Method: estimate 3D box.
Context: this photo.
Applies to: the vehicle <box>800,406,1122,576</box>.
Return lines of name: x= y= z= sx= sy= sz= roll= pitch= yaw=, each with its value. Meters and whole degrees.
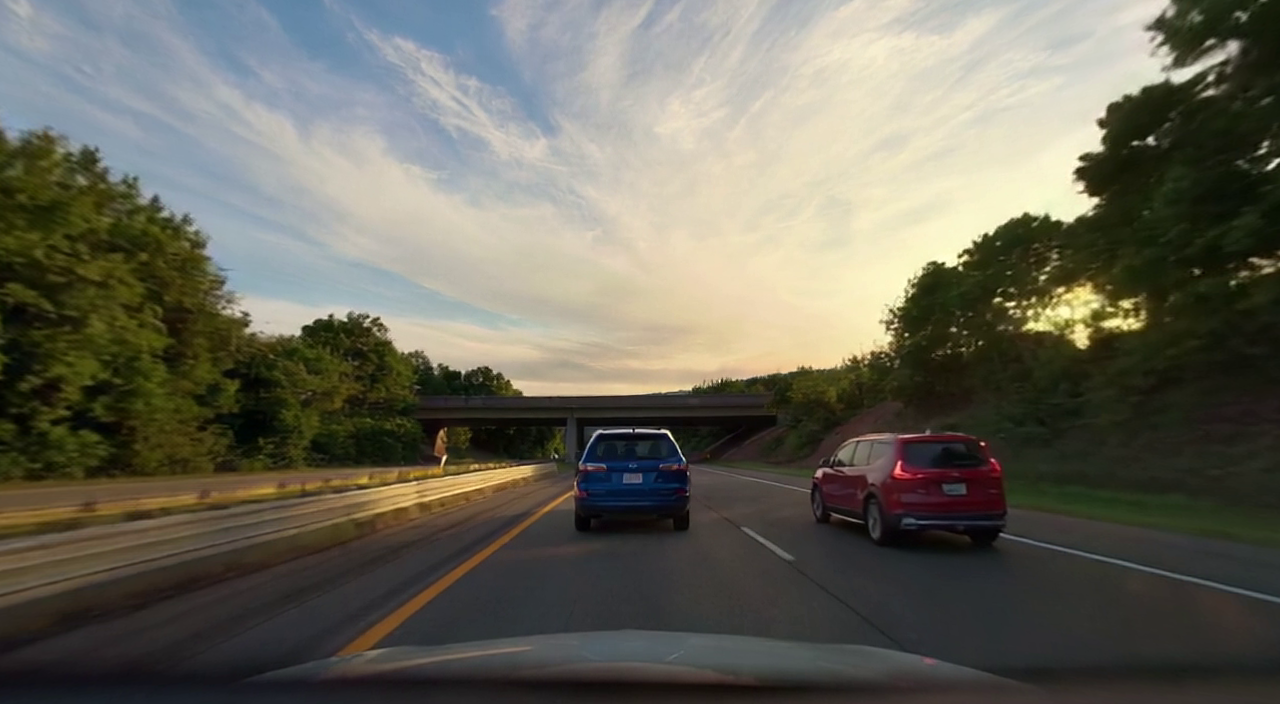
vehicle: x=3.950 y=1.808 z=8.955 sx=2.043 sy=1.767 sz=4.620 roll=0 pitch=-9 yaw=-1

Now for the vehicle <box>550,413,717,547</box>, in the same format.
vehicle: x=-0.106 y=2.070 z=10.742 sx=2.288 sy=1.823 sz=4.059 roll=0 pitch=-9 yaw=0
